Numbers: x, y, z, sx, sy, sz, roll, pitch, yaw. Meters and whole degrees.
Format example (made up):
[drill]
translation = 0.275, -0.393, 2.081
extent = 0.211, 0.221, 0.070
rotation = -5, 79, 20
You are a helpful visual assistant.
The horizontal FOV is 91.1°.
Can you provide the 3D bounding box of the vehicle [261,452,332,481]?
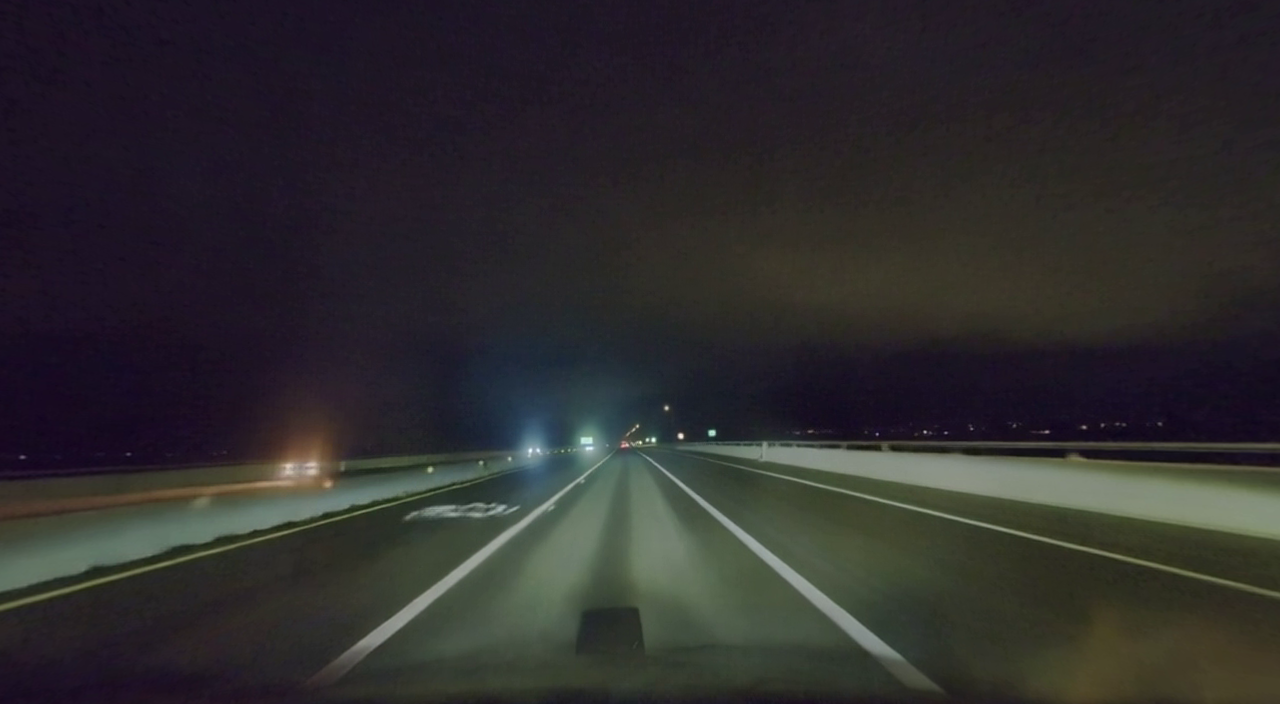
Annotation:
[vehicle]
translation = -20.220, 6.717, 37.211
extent = 1.889, 1.507, 3.951
rotation = 0, -8, 1
